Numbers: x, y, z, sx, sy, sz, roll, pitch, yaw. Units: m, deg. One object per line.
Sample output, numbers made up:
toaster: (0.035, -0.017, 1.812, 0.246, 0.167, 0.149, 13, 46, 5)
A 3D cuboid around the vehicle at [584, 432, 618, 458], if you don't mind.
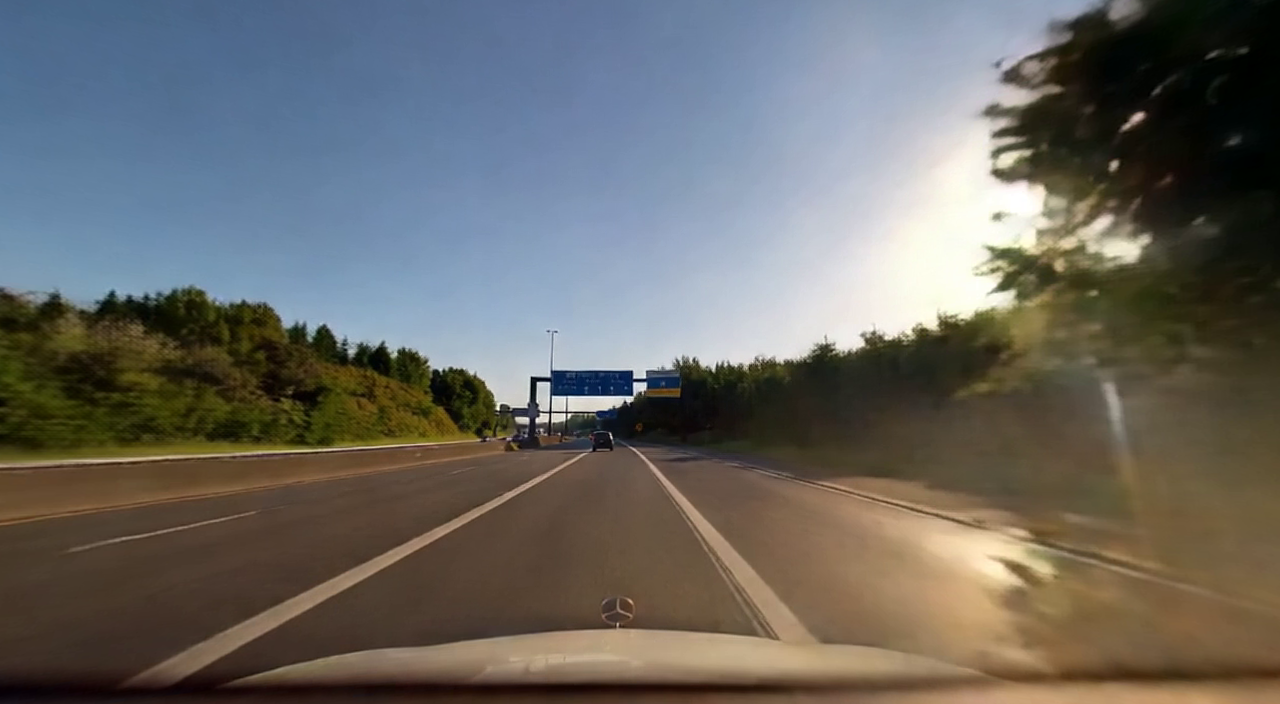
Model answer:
vehicle: (-2.405, 5.792, 39.381, 2.000, 1.491, 3.913, 0, -7, -3)
